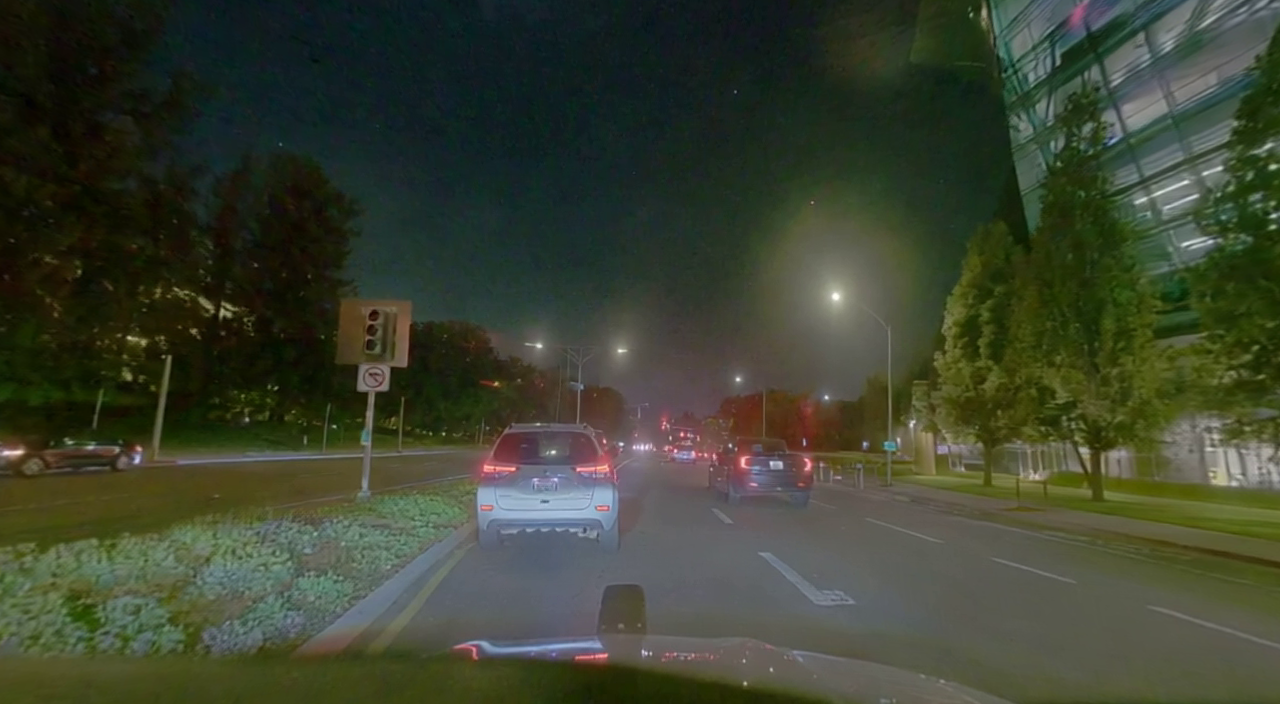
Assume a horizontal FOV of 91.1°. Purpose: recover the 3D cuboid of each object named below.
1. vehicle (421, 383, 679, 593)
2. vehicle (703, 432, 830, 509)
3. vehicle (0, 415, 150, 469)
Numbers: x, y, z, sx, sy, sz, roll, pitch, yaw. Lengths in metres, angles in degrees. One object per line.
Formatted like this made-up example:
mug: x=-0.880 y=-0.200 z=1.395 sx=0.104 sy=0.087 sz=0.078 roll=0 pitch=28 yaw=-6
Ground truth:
vehicle: x=-1.139 y=1.559 z=8.107 sx=2.275 sy=1.819 sz=4.883 roll=1 pitch=-9 yaw=-9
vehicle: x=3.368 y=3.259 z=17.817 sx=2.301 sy=1.716 sz=4.856 roll=4 pitch=-9 yaw=-3
vehicle: x=-18.851 y=2.949 z=20.435 sx=1.911 sy=1.542 sz=4.748 roll=0 pitch=-8 yaw=1
